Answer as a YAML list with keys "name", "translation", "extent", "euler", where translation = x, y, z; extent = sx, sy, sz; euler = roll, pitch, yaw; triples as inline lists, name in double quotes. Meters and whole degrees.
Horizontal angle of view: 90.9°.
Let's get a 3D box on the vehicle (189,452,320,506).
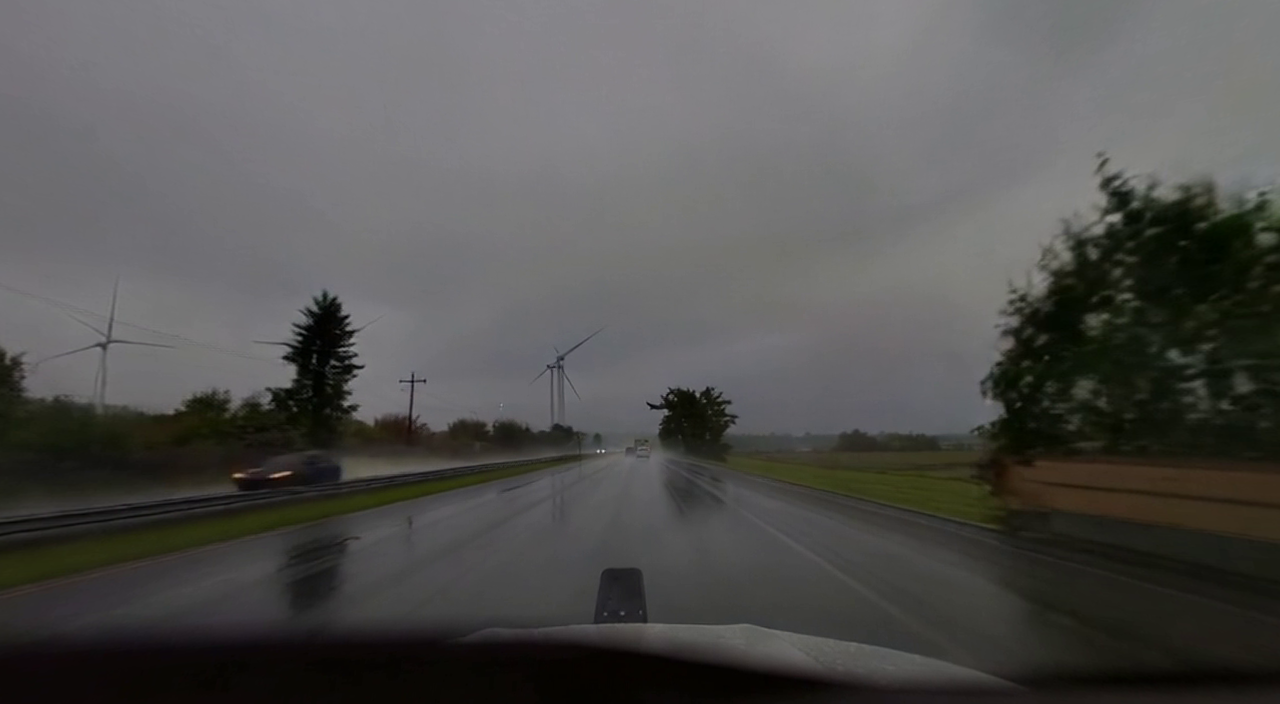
- name: "vehicle"
  translation: [-11.966, 3.927, 19.899]
  extent: [1.669, 1.494, 3.894]
  euler: [0, -9, -1]
